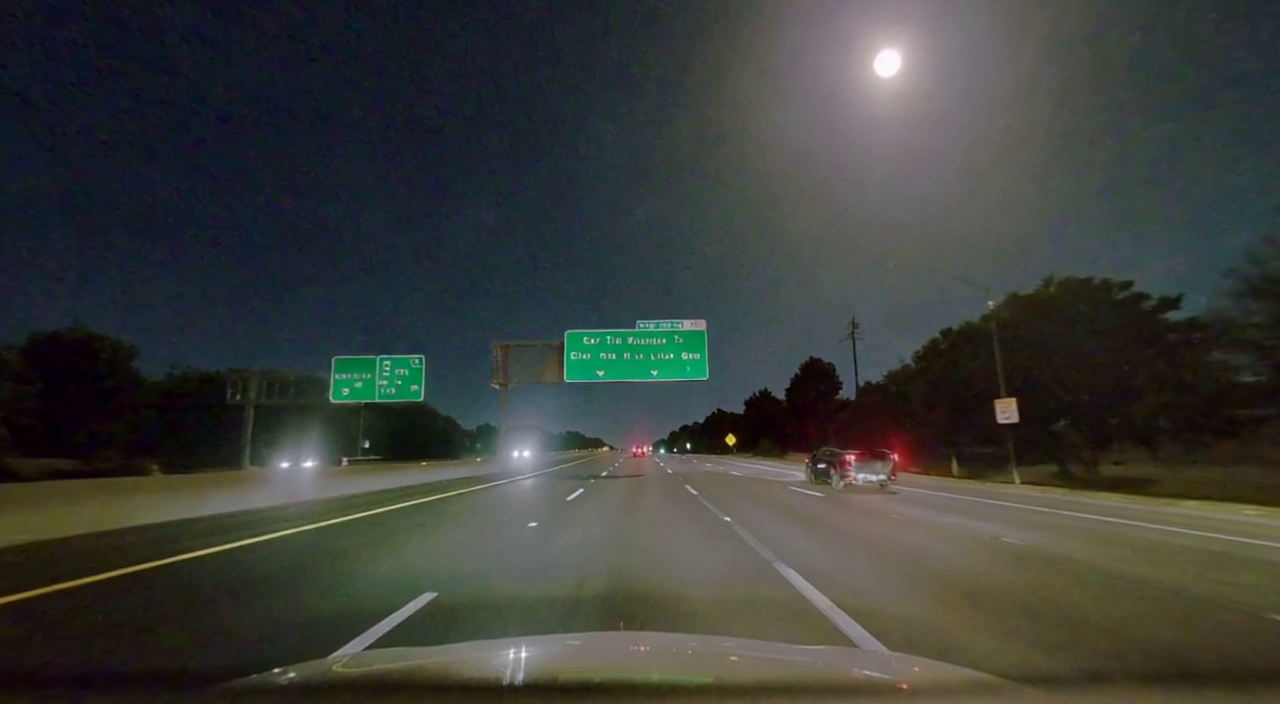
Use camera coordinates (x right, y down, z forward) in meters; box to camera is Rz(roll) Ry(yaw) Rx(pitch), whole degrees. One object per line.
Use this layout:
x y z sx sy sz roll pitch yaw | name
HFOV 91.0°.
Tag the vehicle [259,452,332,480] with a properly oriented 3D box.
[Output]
-20.897 6.908 38.448 1.830 1.527 4.557 0 -9 1 | vehicle
